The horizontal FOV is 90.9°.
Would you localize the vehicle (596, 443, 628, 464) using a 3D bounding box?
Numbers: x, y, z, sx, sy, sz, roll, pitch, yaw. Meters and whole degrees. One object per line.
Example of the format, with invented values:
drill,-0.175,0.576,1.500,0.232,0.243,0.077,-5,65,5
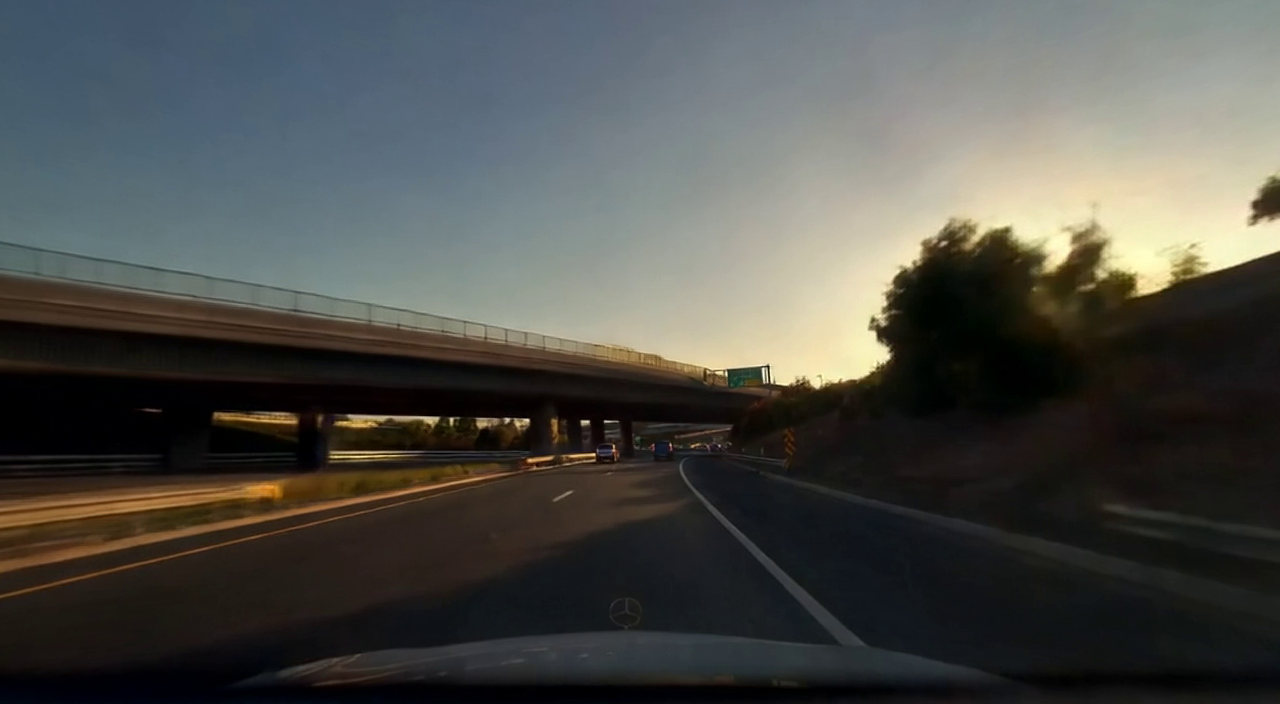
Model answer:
vehicle,-2.136,7.857,48.832,2.040,1.553,4.199,-1,-9,3
